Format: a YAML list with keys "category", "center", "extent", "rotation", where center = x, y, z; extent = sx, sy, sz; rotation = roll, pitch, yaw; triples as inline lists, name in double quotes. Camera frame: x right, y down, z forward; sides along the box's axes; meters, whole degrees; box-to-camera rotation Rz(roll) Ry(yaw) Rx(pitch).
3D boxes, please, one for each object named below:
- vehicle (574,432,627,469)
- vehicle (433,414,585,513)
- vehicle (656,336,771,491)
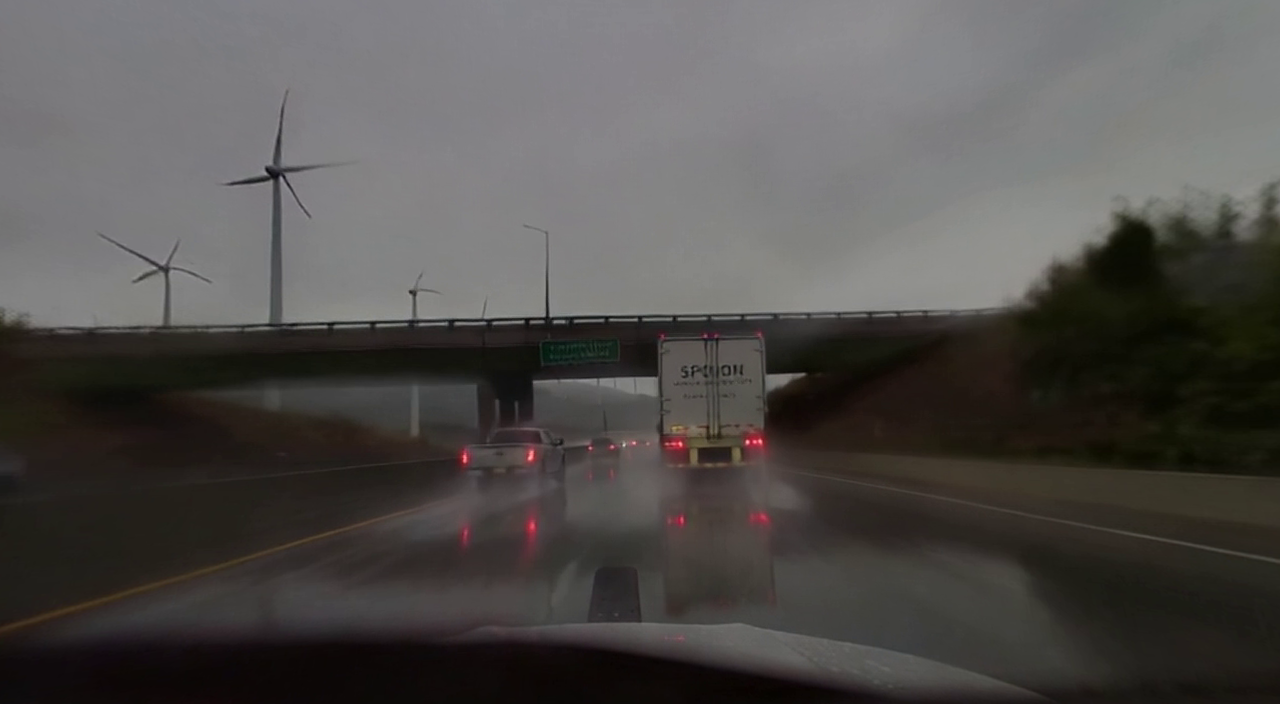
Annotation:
- category: "vehicle"
  center: [-1.873, 4.878, 31.541]
  extent: [2.167, 1.686, 4.946]
  rotation: [0, -8, 2]
- category: "vehicle"
  center: [-2.646, 2.389, 14.095]
  extent: [2.283, 1.814, 4.568]
  rotation: [0, -8, 2]
- category: "vehicle"
  center: [2.084, 2.396, 22.542]
  extent: [2.906, 3.990, 12.551]
  rotation: [0, -8, 2]
